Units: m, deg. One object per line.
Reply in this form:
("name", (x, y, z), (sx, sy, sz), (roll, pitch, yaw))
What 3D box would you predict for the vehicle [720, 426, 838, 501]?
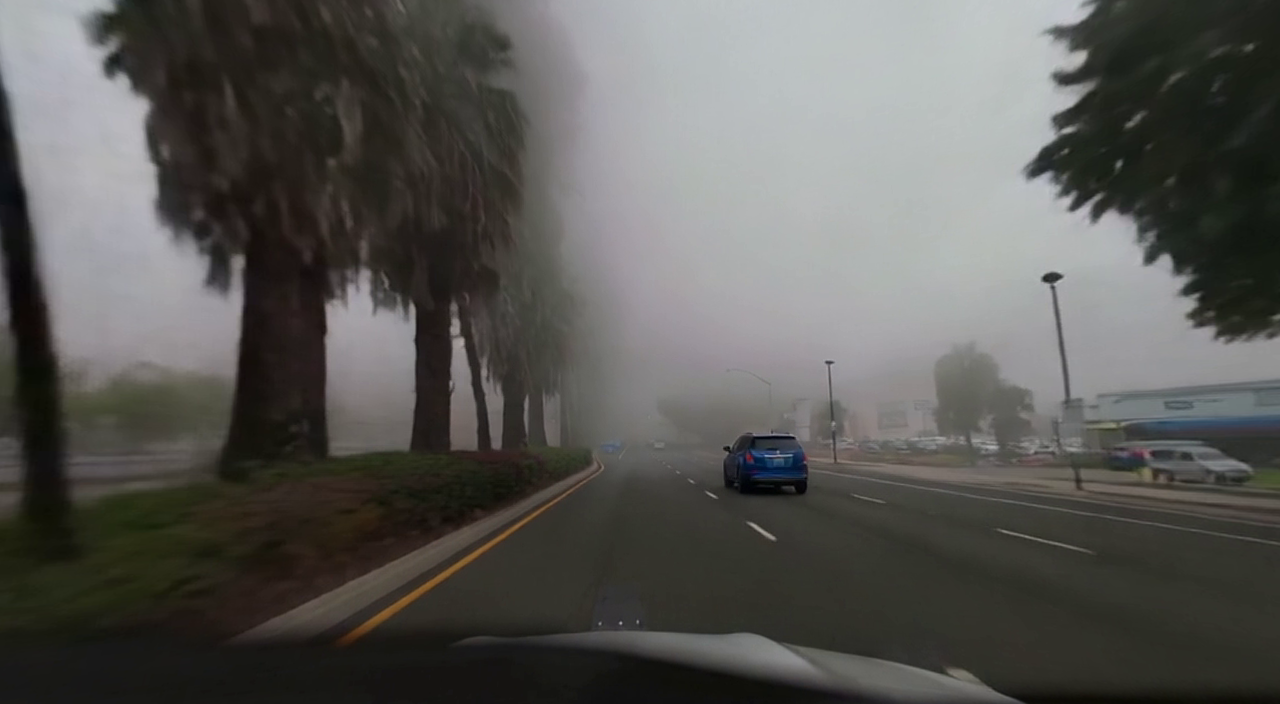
("vehicle", (3.458, 2.855, 16.626), (2.072, 1.696, 4.177), (0, -8, -1))
